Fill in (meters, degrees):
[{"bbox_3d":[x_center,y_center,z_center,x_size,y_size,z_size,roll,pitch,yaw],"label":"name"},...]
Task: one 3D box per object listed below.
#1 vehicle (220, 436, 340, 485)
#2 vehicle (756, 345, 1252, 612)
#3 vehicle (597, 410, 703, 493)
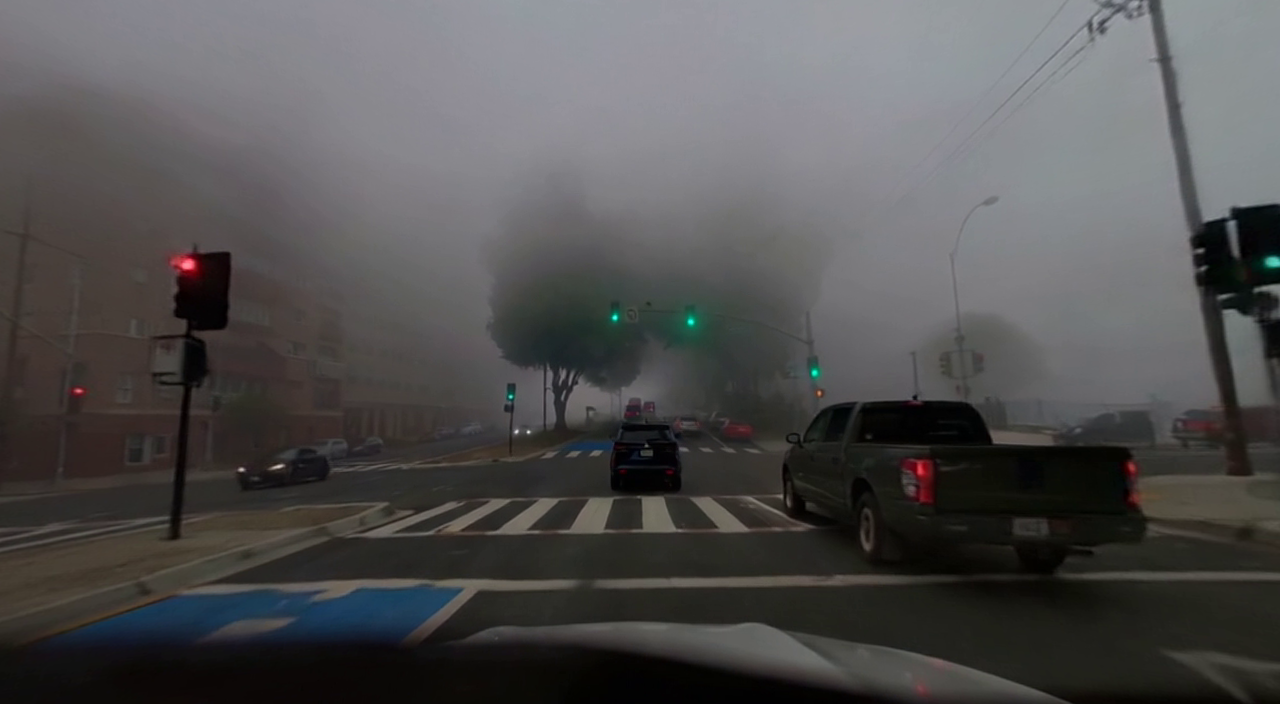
[{"bbox_3d":[-13.545,4.093,24.098,2.062,1.697,4.321,0,-9,0],"label":"vehicle"},{"bbox_3d":[3.392,1.439,8.137,2.487,2.048,6.443,0,-9,-1],"label":"vehicle"},{"bbox_3d":[0.187,2.464,15.801,2.283,1.773,4.255,0,-9,-1],"label":"vehicle"}]
